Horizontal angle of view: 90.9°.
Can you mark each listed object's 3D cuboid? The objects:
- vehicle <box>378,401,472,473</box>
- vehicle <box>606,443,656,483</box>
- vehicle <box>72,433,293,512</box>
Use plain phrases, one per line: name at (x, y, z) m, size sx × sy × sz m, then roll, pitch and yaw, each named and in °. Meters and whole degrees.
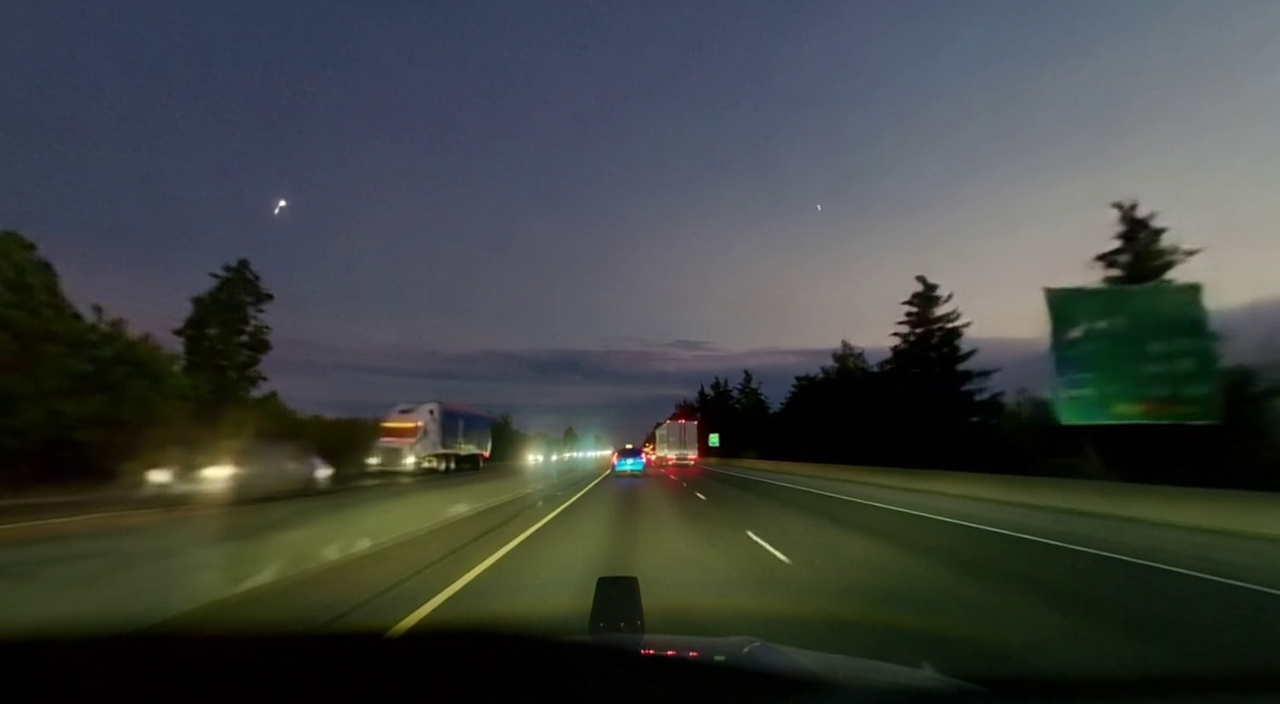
vehicle at (-13.187, 5.423, 39.610) m, size 3.019 × 4.044 × 8.230 m, roll 0°, pitch -9°, yaw 0°
vehicle at (-0.444, 5.186, 29.603) m, size 2.190 × 1.706 × 4.062 m, roll 0°, pitch -9°, yaw -1°
vehicle at (-10.393, 2.757, 14.817) m, size 1.890 × 1.575 × 4.211 m, roll -1°, pitch -9°, yaw 2°
